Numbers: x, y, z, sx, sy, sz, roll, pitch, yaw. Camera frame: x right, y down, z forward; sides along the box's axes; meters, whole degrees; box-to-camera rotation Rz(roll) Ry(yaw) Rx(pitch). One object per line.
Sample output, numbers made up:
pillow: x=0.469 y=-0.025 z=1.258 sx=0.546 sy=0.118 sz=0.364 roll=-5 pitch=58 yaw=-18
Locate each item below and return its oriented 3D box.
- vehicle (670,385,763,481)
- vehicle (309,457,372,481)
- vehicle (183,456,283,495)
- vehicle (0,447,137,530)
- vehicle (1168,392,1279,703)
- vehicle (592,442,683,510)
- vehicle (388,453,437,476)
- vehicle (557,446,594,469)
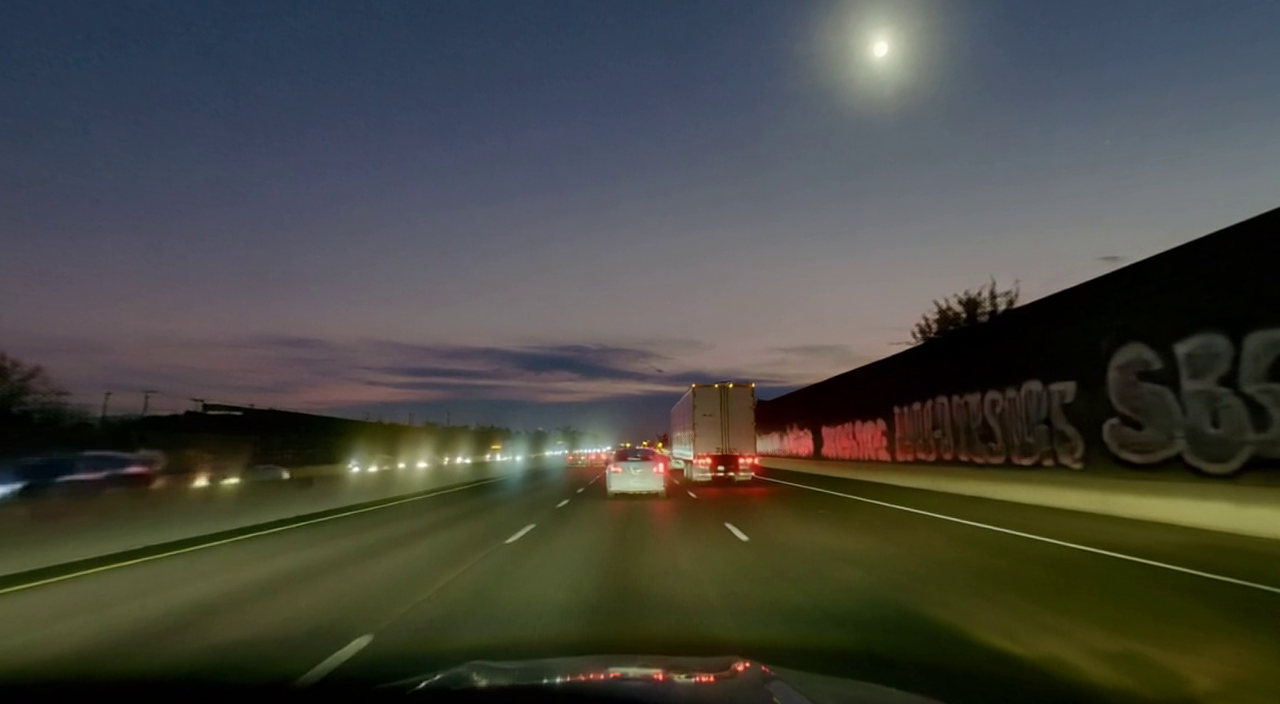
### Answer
vehicle: x=3.560 y=4.467 z=33.677 sx=2.902 sy=4.014 sz=14.446 roll=0 pitch=-9 yaw=-1
vehicle: x=-21.013 y=8.211 z=44.346 sx=2.070 sy=1.453 sz=4.840 roll=0 pitch=-9 yaw=-1
vehicle: x=-17.200 y=5.222 z=26.811 sx=1.704 sy=1.435 sz=3.861 roll=0 pitch=-8 yaw=0
vehicle: x=-12.469 y=2.580 z=12.079 sx=1.927 sy=1.477 sz=4.508 roll=0 pitch=-9 yaw=-1
vehicle: x=3.424 y=0.602 z=0.406 sx=1.996 sy=1.497 sz=4.754 roll=0 pitch=-9 yaw=-1
vehicle: x=-0.114 y=3.092 z=16.175 sx=2.033 sy=1.468 sz=4.015 roll=0 pitch=-9 yaw=-1
vehicle: x=-15.658 y=7.760 z=43.493 sx=1.908 sy=1.458 sz=4.057 roll=0 pitch=-9 yaw=-1
vehicle: x=-4.355 y=7.204 z=42.991 sx=2.067 sy=1.481 sz=4.085 roll=-1 pitch=-9 yaw=1
